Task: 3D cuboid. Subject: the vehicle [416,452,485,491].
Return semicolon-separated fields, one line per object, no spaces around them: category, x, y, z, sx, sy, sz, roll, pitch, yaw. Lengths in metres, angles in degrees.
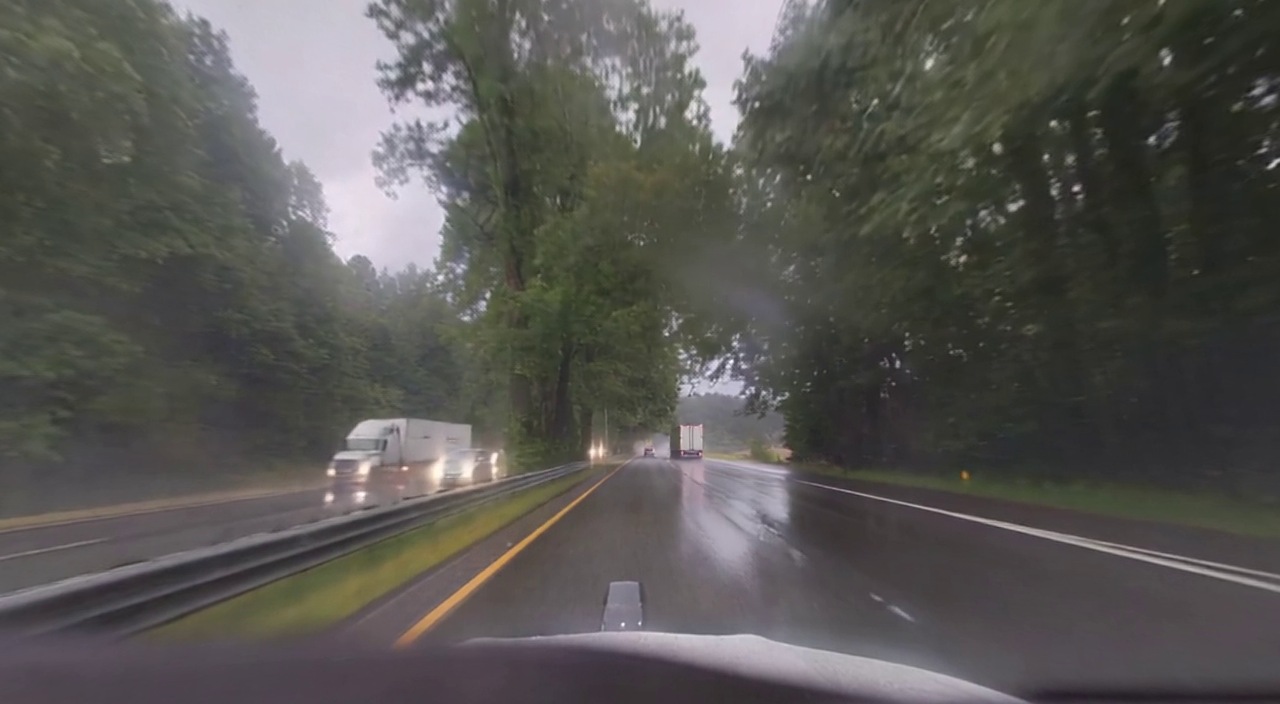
vehicle;-7.947;5.009;26.751;1.780;1.465;3.818;0;-9;-1

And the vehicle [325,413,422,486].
vehicle;-15.829;5.873;38.001;2.917;4.007;5.975;-1;-9;3
